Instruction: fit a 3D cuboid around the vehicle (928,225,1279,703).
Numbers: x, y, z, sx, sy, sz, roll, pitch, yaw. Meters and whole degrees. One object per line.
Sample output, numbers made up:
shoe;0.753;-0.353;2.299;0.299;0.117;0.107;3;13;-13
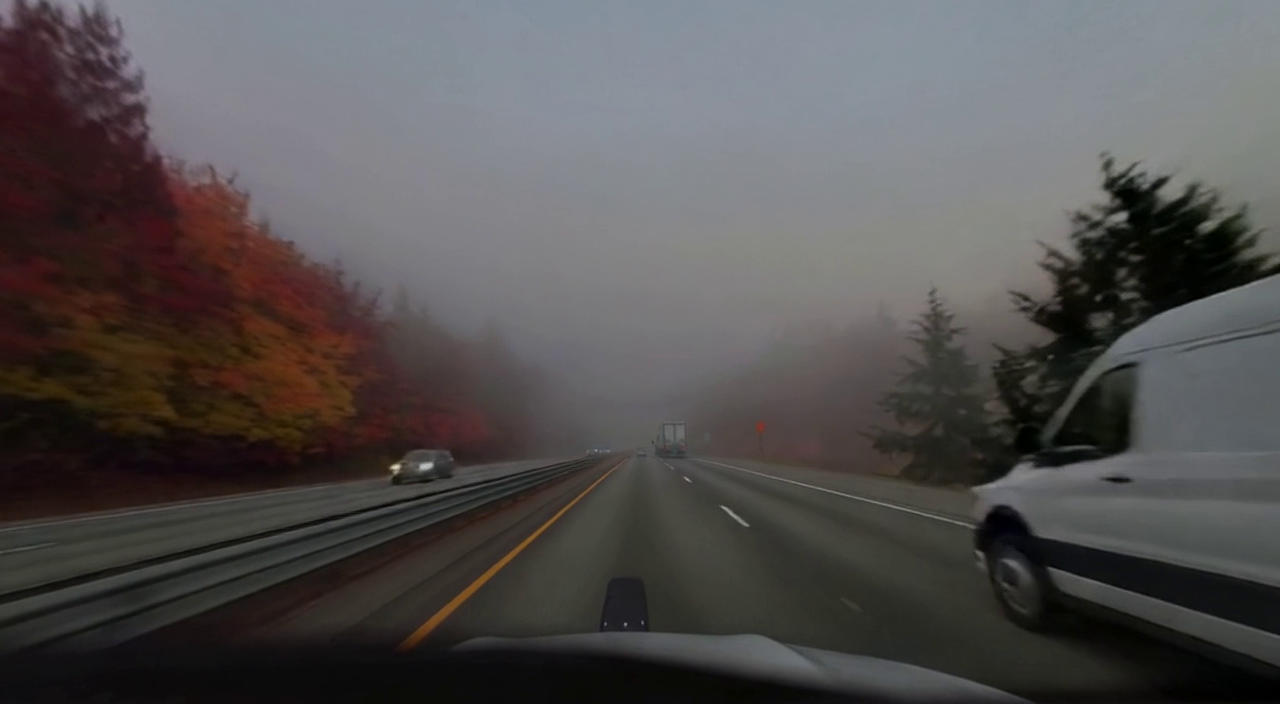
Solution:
vehicle;3.429;0.631;2.351;2.291;2.112;5.052;0;-8;0
